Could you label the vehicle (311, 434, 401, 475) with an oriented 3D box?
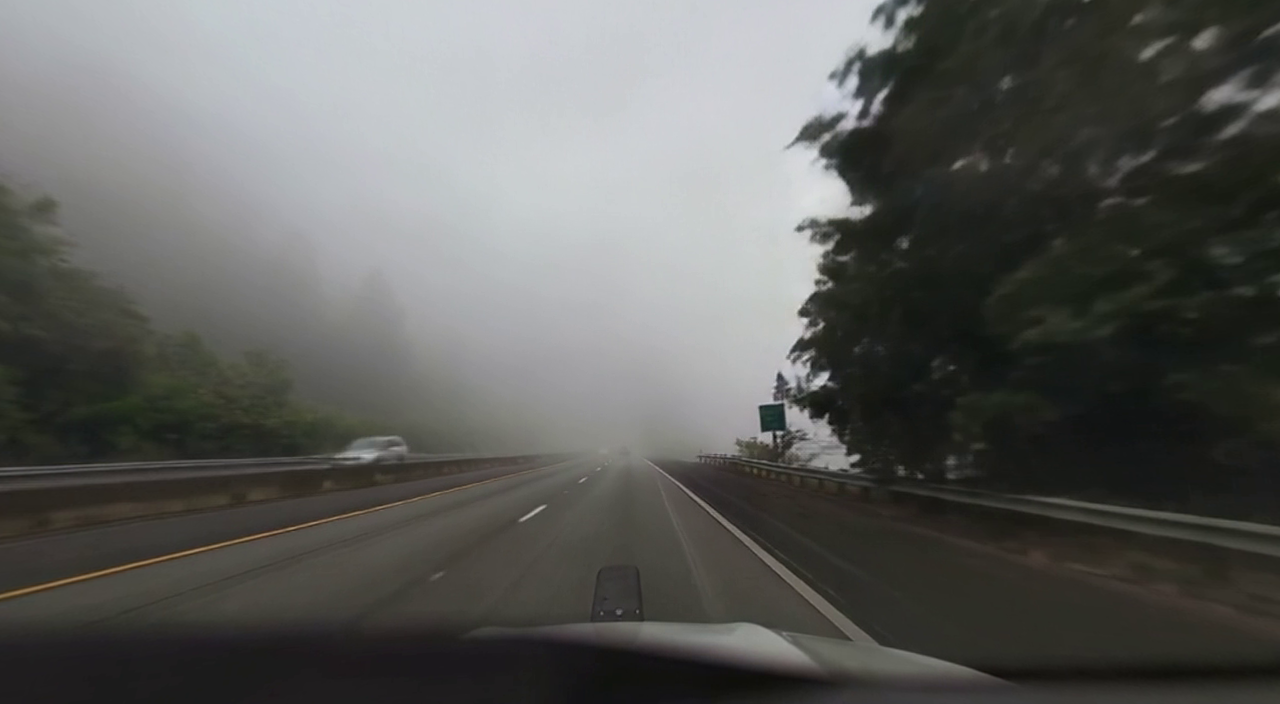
[{"bbox_3d":[-11.992,4.338,26.808,1.917,1.560,4.168,0,-8,-1],"label":"vehicle"}]
